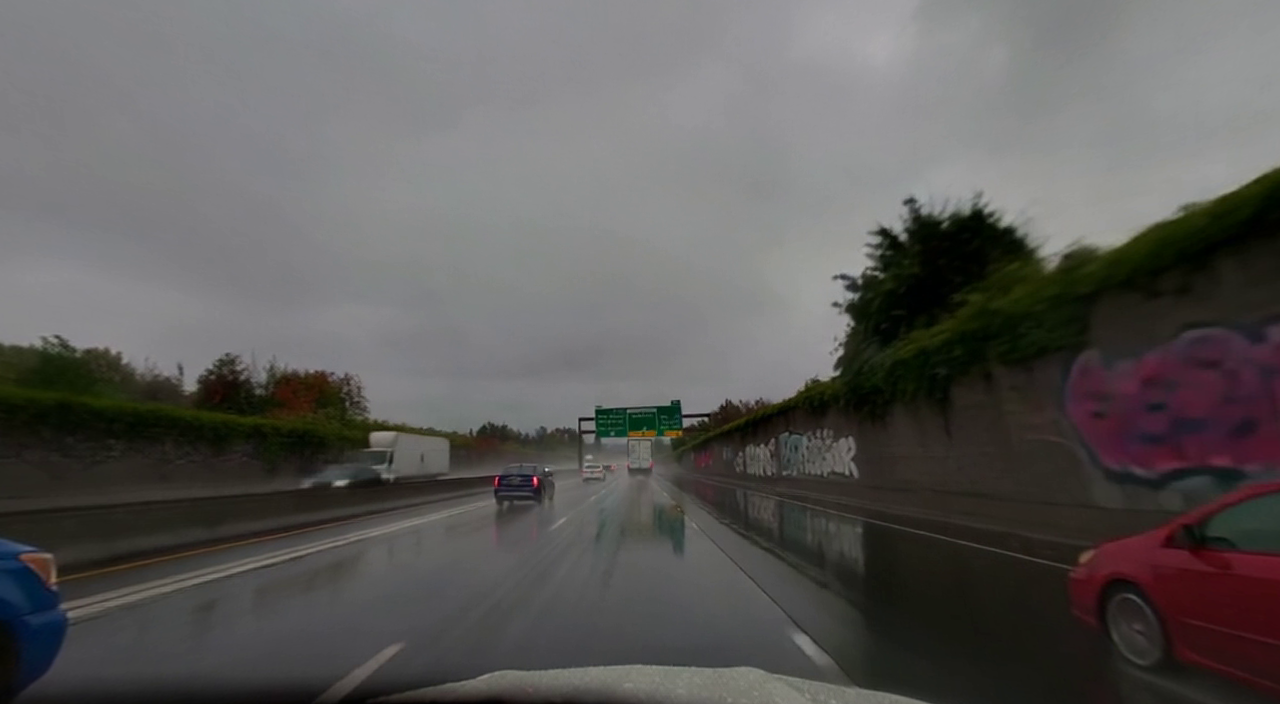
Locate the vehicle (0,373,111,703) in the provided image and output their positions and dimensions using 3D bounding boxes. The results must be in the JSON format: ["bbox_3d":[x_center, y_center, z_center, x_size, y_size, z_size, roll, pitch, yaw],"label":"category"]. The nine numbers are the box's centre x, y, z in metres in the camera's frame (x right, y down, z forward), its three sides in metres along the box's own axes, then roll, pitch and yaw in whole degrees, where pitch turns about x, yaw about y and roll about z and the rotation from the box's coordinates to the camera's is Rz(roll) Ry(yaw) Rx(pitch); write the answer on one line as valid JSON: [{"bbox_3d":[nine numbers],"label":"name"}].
[{"bbox_3d":[-3.403,0.545,0.510,2.004,1.610,4.508,1,-10,-1],"label":"vehicle"}]

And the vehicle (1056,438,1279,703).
[{"bbox_3d":[4.170,1.087,2.646,1.917,1.458,4.199,1,-10,-1],"label":"vehicle"}]

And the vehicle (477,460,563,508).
[{"bbox_3d":[-3.983,4.473,21.599,2.054,1.443,4.131,0,-10,1],"label":"vehicle"}]

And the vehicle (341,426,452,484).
[{"bbox_3d":[-17.367,7.738,46.458,2.922,3.622,13.507,1,-11,-1],"label":"vehicle"}]

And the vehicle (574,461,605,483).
[{"bbox_3d":[-3.892,9.388,49.461,2.032,1.625,4.023,0,-10,1],"label":"vehicle"}]

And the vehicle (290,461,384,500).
[{"bbox_3d":[-12.505,5.327,26.297,1.842,1.453,4.161,1,-10,0],"label":"vehicle"}]
